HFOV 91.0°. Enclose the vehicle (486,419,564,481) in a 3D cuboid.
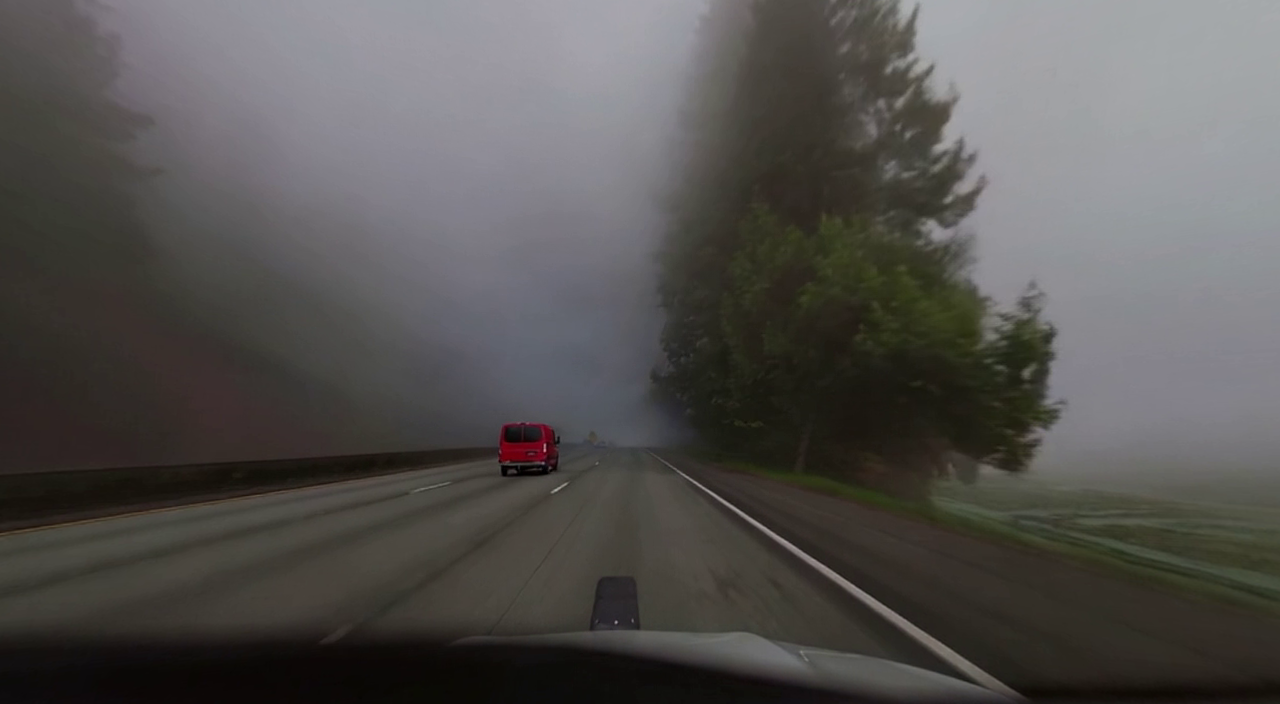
[{"bbox_3d":[-4.077,3.576,23.168,1.976,2.029,4.737,-1,-8,0],"label":"vehicle"}]
